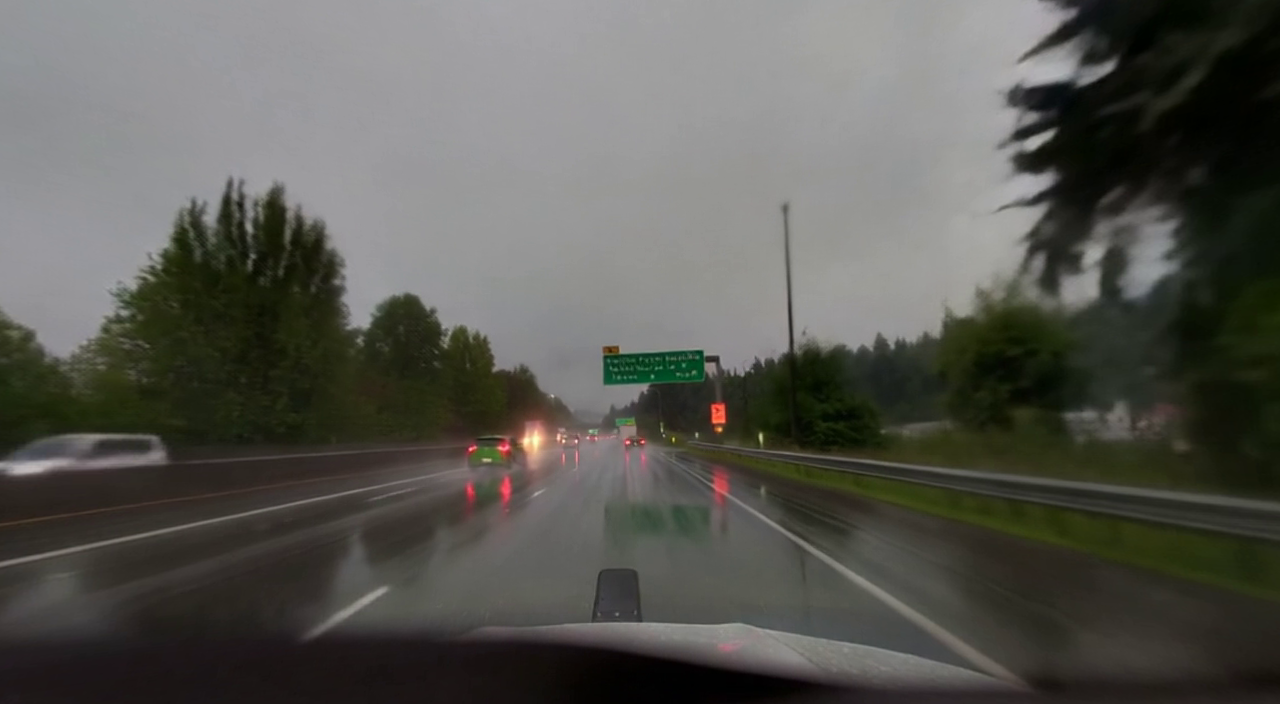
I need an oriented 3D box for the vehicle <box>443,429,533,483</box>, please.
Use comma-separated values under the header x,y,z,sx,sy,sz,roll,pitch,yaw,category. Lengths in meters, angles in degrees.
x,y,z,sx,sy,sz,roll,pitch,yaw,category
-4.653,3.217,19.878,1.959,1.514,3.668,0,-8,0,vehicle
